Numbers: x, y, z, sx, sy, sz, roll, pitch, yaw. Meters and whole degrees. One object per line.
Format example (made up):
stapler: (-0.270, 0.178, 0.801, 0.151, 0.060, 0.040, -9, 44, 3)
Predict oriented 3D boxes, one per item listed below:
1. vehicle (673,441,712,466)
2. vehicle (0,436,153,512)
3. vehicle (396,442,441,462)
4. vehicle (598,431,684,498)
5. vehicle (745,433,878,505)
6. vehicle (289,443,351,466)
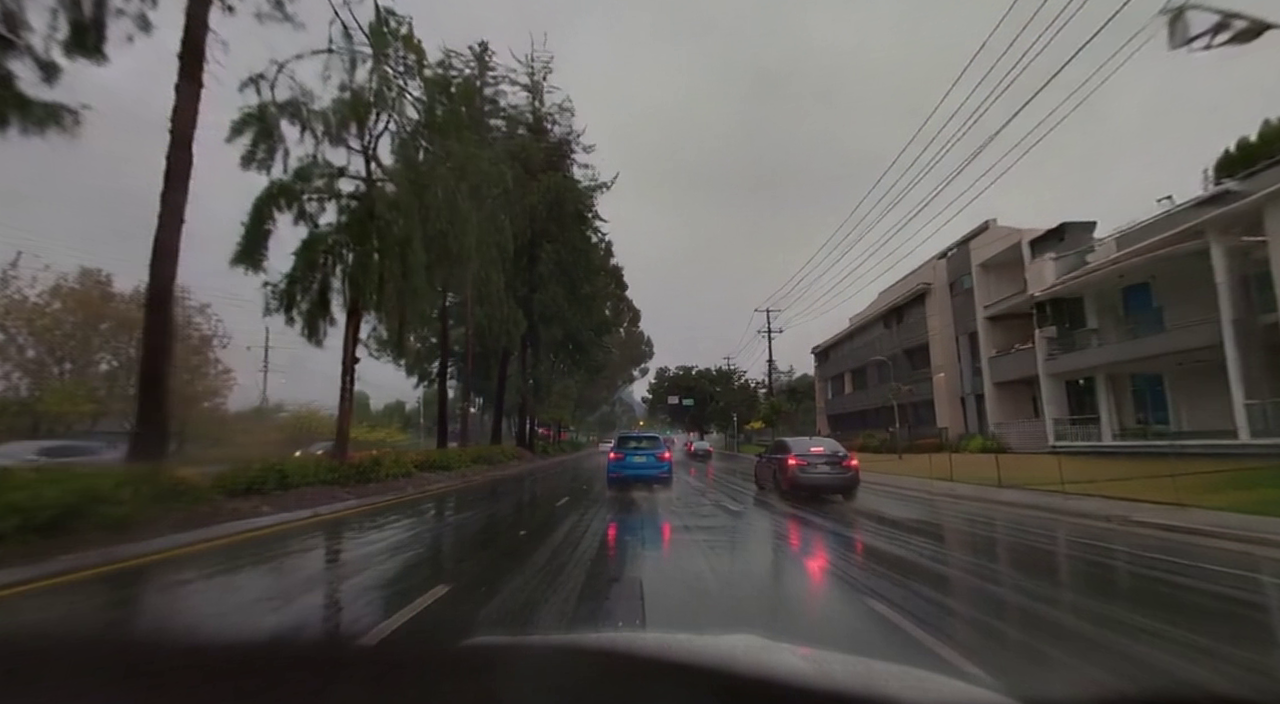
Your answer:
vehicle: (3.318, 6.504, 40.593, 2.054, 1.461, 4.321, 0, -8, -1)
vehicle: (-13.730, 2.686, 14.246, 2.031, 1.490, 4.284, 0, -8, 0)
vehicle: (-17.460, 7.888, 49.925, 1.873, 1.459, 4.447, 0, -8, 1)
vehicle: (-0.013, 3.039, 17.389, 2.073, 1.606, 3.933, 0, -8, -1)
vehicle: (4.112, 2.883, 16.037, 2.086, 1.534, 4.351, 0, -8, -1)
vehicle: (-21.545, 6.916, 42.734, 1.821, 1.485, 4.393, 0, -8, 0)
